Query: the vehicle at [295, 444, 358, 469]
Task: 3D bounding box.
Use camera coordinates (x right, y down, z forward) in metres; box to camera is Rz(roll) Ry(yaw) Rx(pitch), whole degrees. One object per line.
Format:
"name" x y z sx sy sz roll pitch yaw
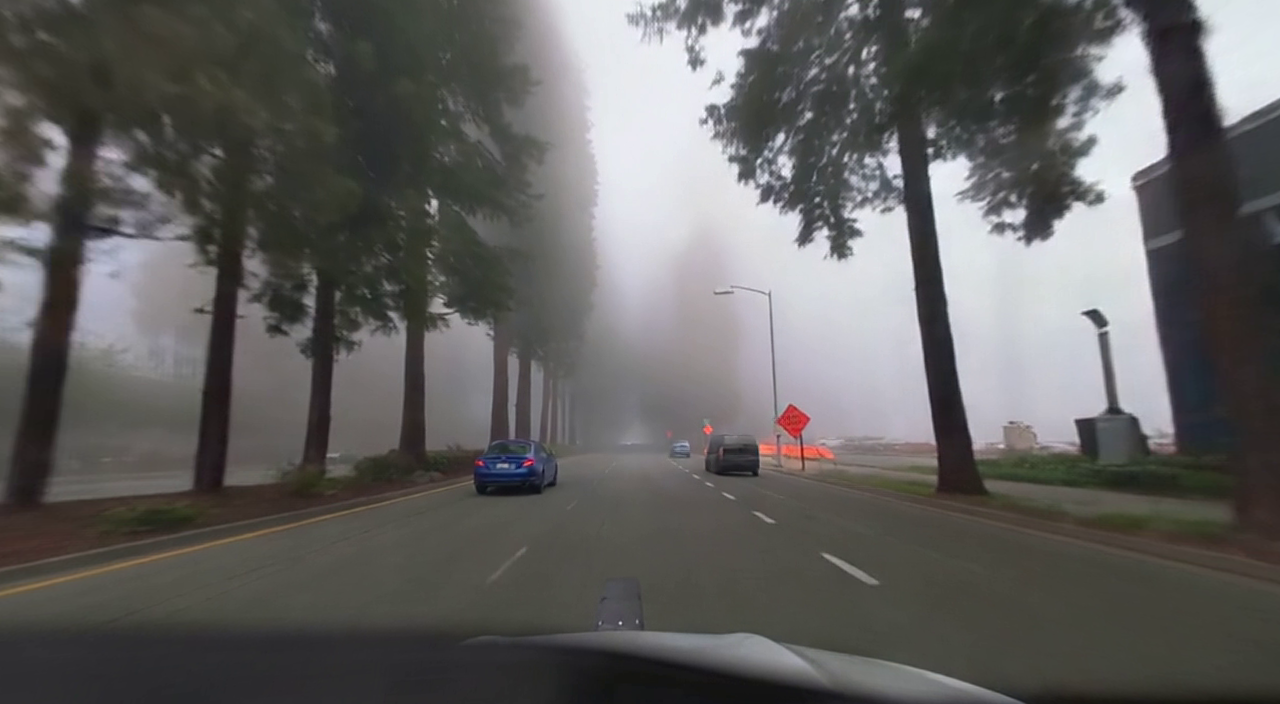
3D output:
"vehicle" -21.588 7.190 43.744 1.958 1.641 4.663 0 -9 1

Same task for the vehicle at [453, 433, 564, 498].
"vehicle" -3.247 2.896 16.511 2.020 1.474 4.098 0 -9 0

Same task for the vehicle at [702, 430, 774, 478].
"vehicle" 3.957 4.227 26.403 2.159 1.793 4.735 0 -8 -1
